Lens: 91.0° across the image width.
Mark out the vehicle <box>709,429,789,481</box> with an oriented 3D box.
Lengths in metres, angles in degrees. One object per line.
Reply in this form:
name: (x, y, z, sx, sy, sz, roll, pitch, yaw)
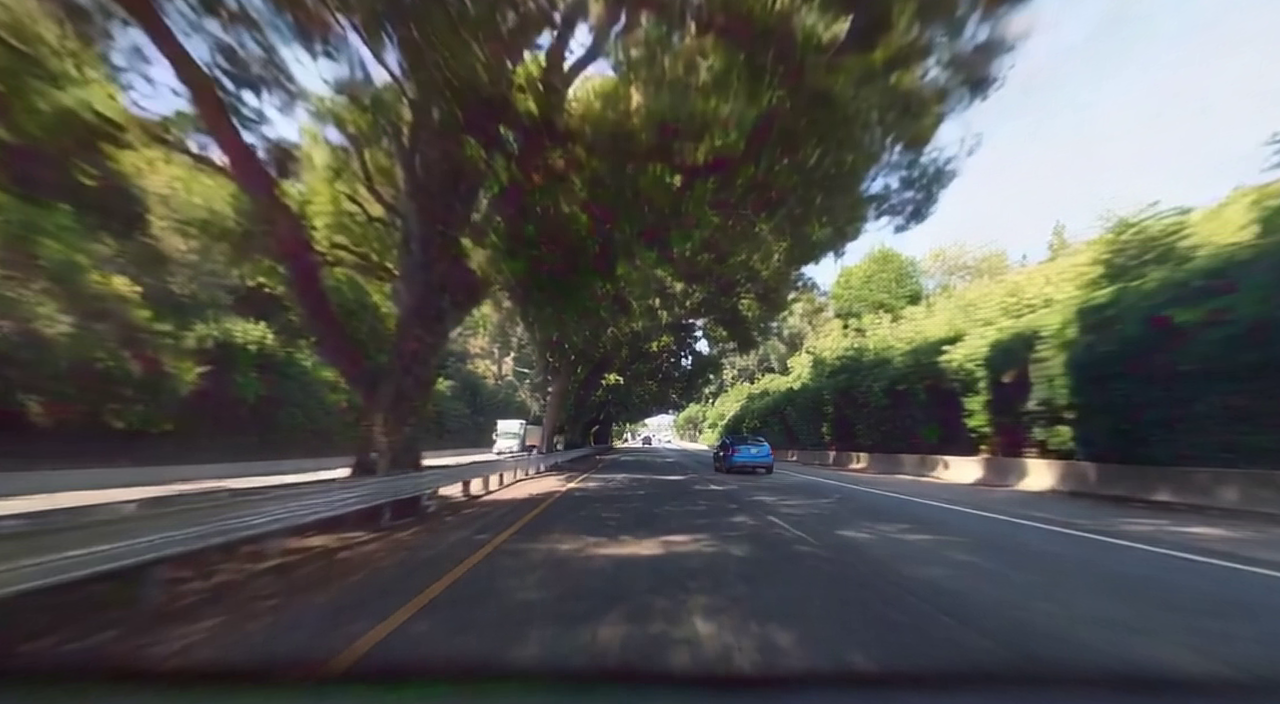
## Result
vehicle: (3.810, 3.672, 22.758, 2.022, 1.663, 4.245, 0, -8, -1)
